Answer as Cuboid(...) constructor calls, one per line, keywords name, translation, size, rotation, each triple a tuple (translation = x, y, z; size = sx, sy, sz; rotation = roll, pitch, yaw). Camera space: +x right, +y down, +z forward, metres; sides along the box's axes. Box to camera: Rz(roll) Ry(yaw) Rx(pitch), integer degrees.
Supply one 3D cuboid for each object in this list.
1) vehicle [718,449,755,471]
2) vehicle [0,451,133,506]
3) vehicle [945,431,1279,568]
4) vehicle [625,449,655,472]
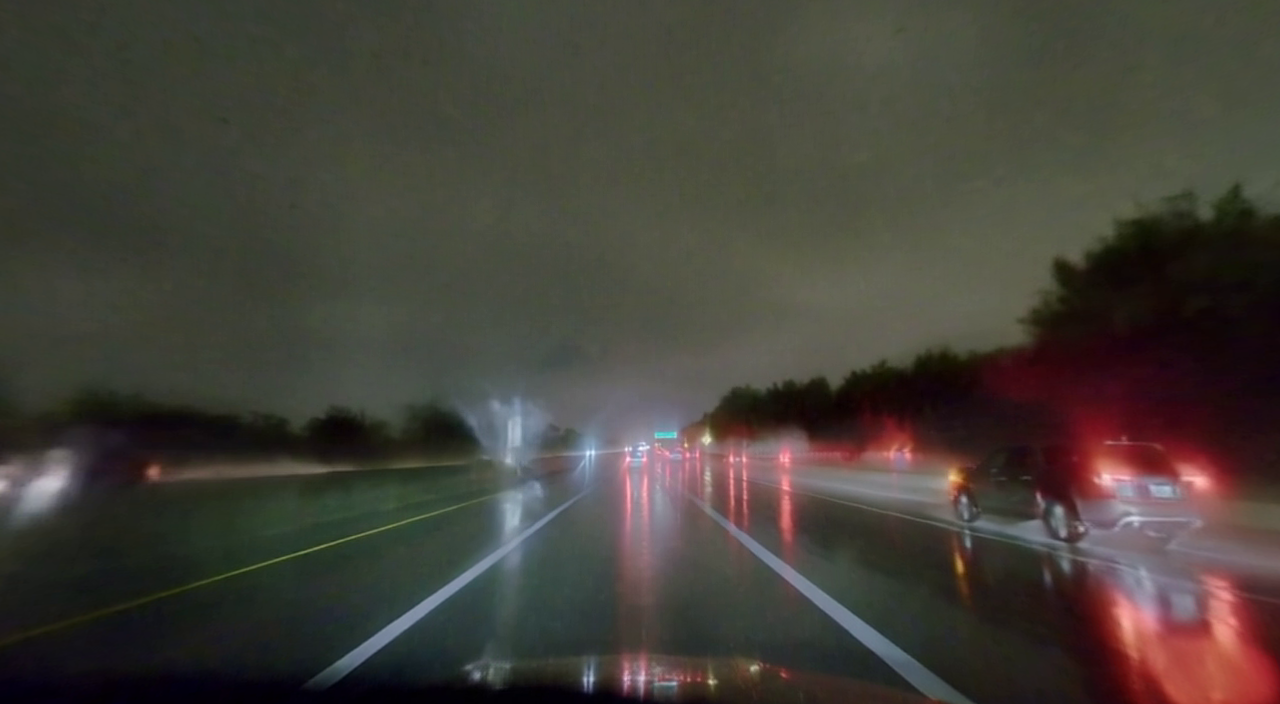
Cuboid(name="vehicle", translation=(6.854, 7.697, 44.717), size=(1.941, 1.485, 3.701), rotation=(0, -9, -1))
Cuboid(name="vehicle", translation=(-19.332, 4.065, 20.539), size=(1.877, 1.572, 4.091), rotation=(-1, -9, 1))
Cuboid(name="vehicle", translation=(6.819, 2.040, 9.485), size=(2.008, 1.533, 4.592), rotation=(0, -9, -1))
Cuboid(name="vehicle", translation=(0.009, 7.844, 45.406), size=(2.025, 1.526, 4.181), rotation=(0, -9, 0))
